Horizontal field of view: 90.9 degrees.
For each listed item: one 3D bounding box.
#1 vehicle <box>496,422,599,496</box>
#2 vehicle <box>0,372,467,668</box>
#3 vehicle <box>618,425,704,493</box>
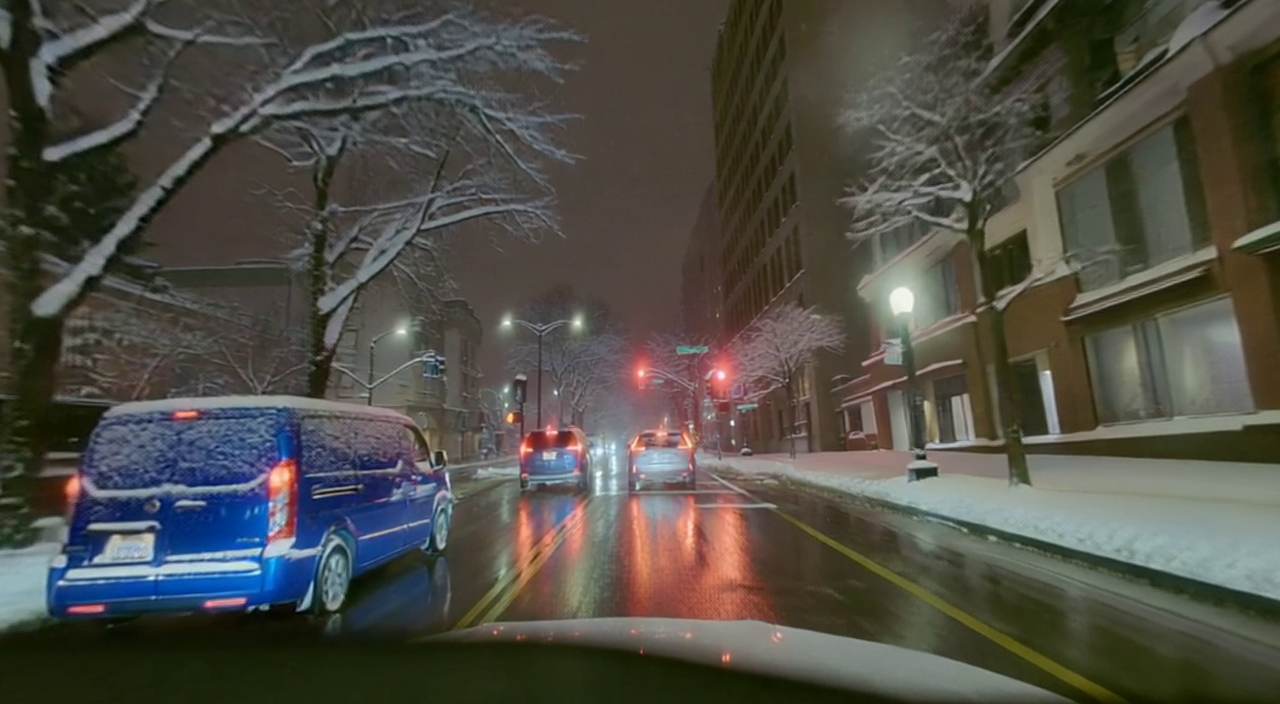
[{"bbox_3d":[-2.443,2.998,17.971,2.124,1.799,4.587,0,-8,1],"label":"vehicle"},{"bbox_3d":[-3.064,1.258,5.670,1.940,1.722,3.823,0,-8,0],"label":"vehicle"},{"bbox_3d":[0.584,3.054,18.263,2.205,1.727,3.917,-1,-8,1],"label":"vehicle"}]
